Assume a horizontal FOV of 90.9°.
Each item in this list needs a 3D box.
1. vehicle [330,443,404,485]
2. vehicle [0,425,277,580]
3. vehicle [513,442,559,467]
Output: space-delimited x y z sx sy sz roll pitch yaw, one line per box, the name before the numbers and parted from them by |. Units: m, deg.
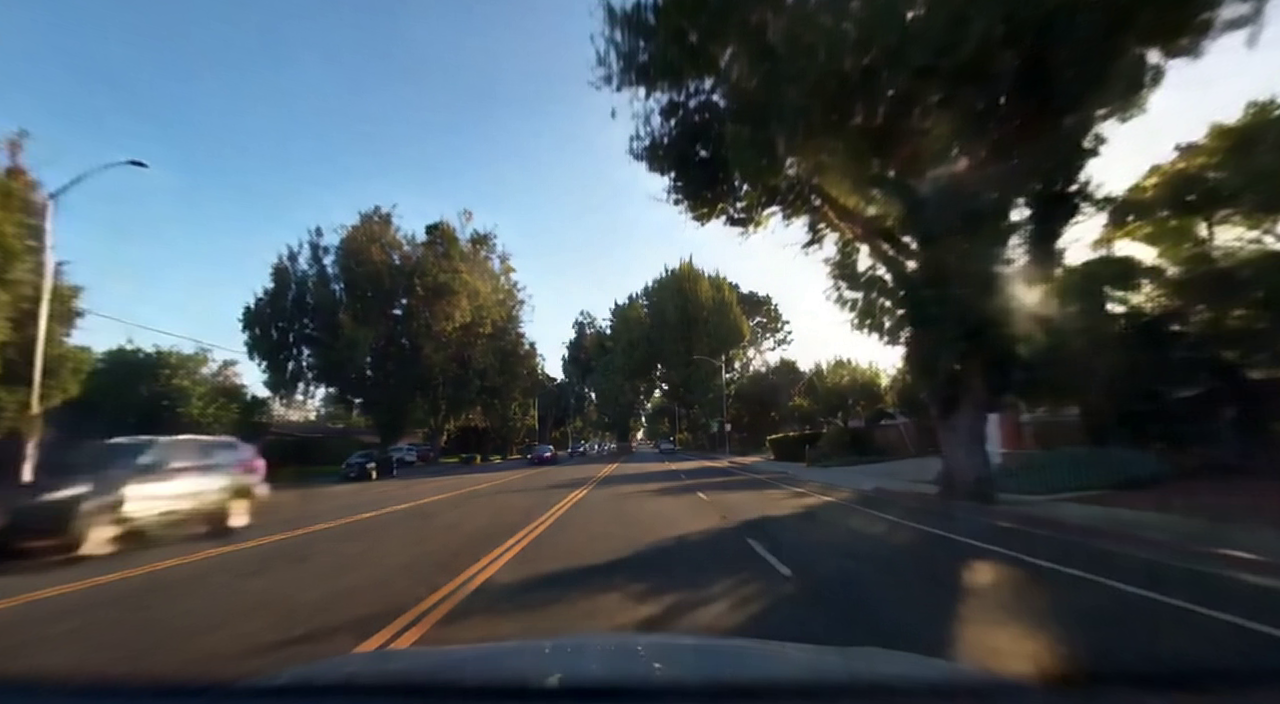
vehicle | -14.414 5.892 33.578 2.058 1.779 4.768 -2 -6 -3
vehicle | -7.338 1.913 8.831 1.943 1.623 4.190 0 -8 1
vehicle | -6.454 6.399 39.628 1.975 1.481 4.318 0 -8 2
